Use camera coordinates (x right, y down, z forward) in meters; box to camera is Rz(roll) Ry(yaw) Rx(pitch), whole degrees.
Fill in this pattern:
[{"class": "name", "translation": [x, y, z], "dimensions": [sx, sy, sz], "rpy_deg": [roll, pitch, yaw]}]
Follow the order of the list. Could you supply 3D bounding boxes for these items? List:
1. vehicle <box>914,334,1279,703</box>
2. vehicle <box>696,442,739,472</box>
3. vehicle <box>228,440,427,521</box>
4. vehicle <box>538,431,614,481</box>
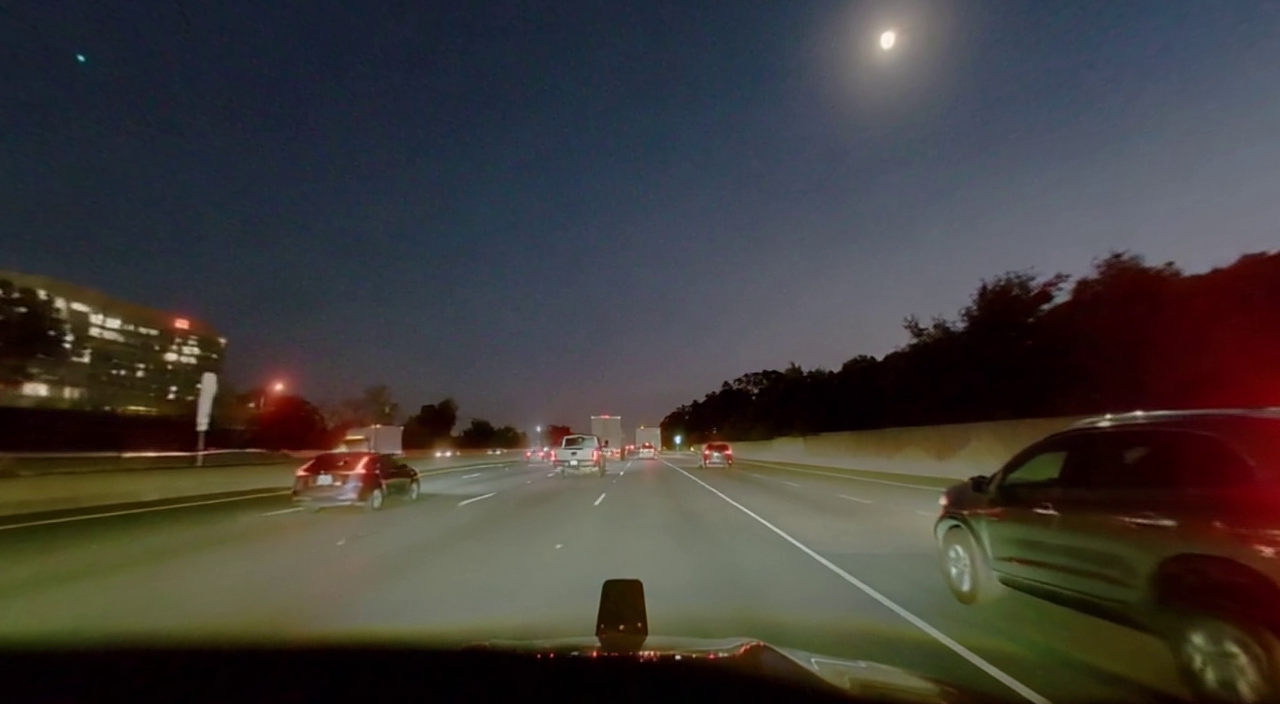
[{"class": "vehicle", "translation": [3.279, 0.891, 2.998], "dimensions": [2.028, 1.658, 4.334], "rpy_deg": [0, -9, 1]}, {"class": "vehicle", "translation": [4.613, 6.280, 37.856], "dimensions": [2.026, 1.661, 3.865], "rpy_deg": [0, -9, -1]}, {"class": "vehicle", "translation": [-6.617, 2.738, 14.040], "dimensions": [2.235, 1.506, 4.159], "rpy_deg": [0, -9, 1]}, {"class": "vehicle", "translation": [-2.739, 4.698, 28.769], "dimensions": [2.645, 2.023, 6.491], "rpy_deg": [0, -9, 1]}]
